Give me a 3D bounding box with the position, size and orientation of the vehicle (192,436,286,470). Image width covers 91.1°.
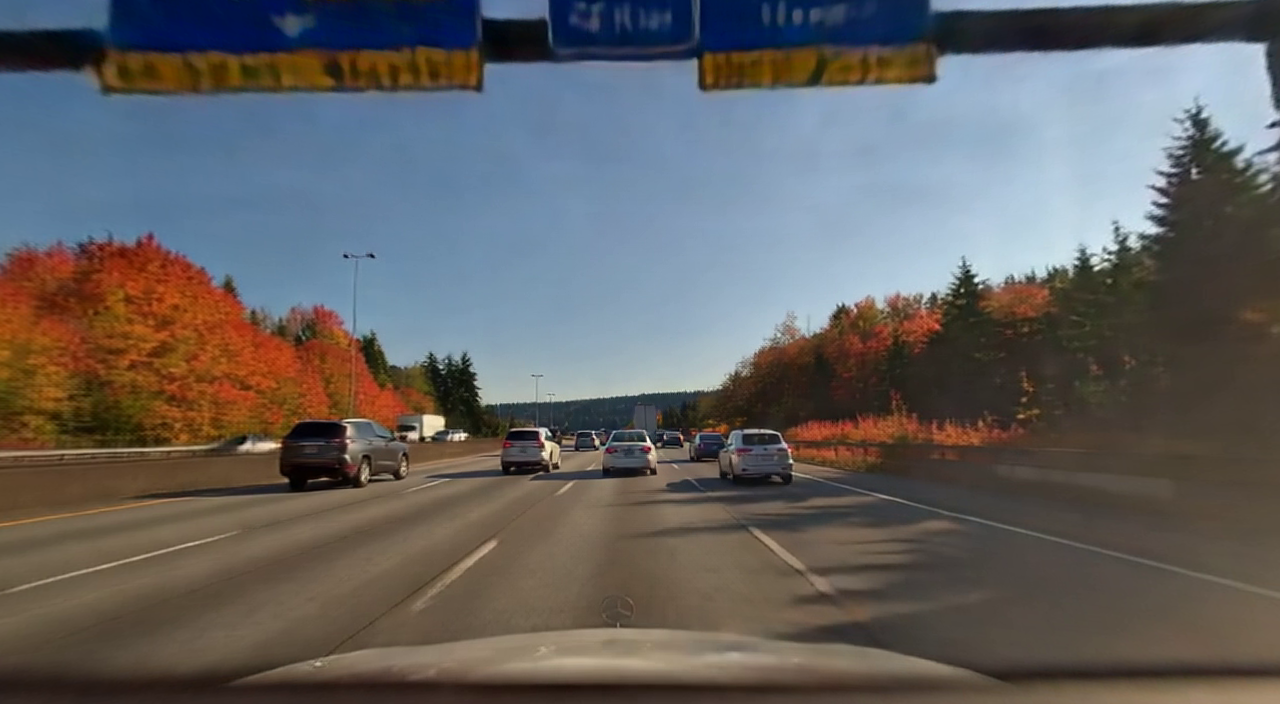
[{"bbox_3d":[-19.283,4.845,30.458,1.860,1.489,4.128,0,-8,0],"label":"vehicle"}]

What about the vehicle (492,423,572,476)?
[{"bbox_3d":[-3.710,3.428,22.418,2.064,1.672,4.277,0,-8,1],"label":"vehicle"}]

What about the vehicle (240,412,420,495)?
[{"bbox_3d":[-7.534,2.521,15.979,2.117,1.779,4.745,0,-8,0],"label":"vehicle"}]

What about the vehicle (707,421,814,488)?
[{"bbox_3d":[3.258,2.859,17.944,2.095,1.650,4.331,0,-8,-1],"label":"vehicle"}]

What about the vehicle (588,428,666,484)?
[{"bbox_3d":[-0.341,3.106,19.246,2.111,1.494,4.364,0,-8,0],"label":"vehicle"}]
